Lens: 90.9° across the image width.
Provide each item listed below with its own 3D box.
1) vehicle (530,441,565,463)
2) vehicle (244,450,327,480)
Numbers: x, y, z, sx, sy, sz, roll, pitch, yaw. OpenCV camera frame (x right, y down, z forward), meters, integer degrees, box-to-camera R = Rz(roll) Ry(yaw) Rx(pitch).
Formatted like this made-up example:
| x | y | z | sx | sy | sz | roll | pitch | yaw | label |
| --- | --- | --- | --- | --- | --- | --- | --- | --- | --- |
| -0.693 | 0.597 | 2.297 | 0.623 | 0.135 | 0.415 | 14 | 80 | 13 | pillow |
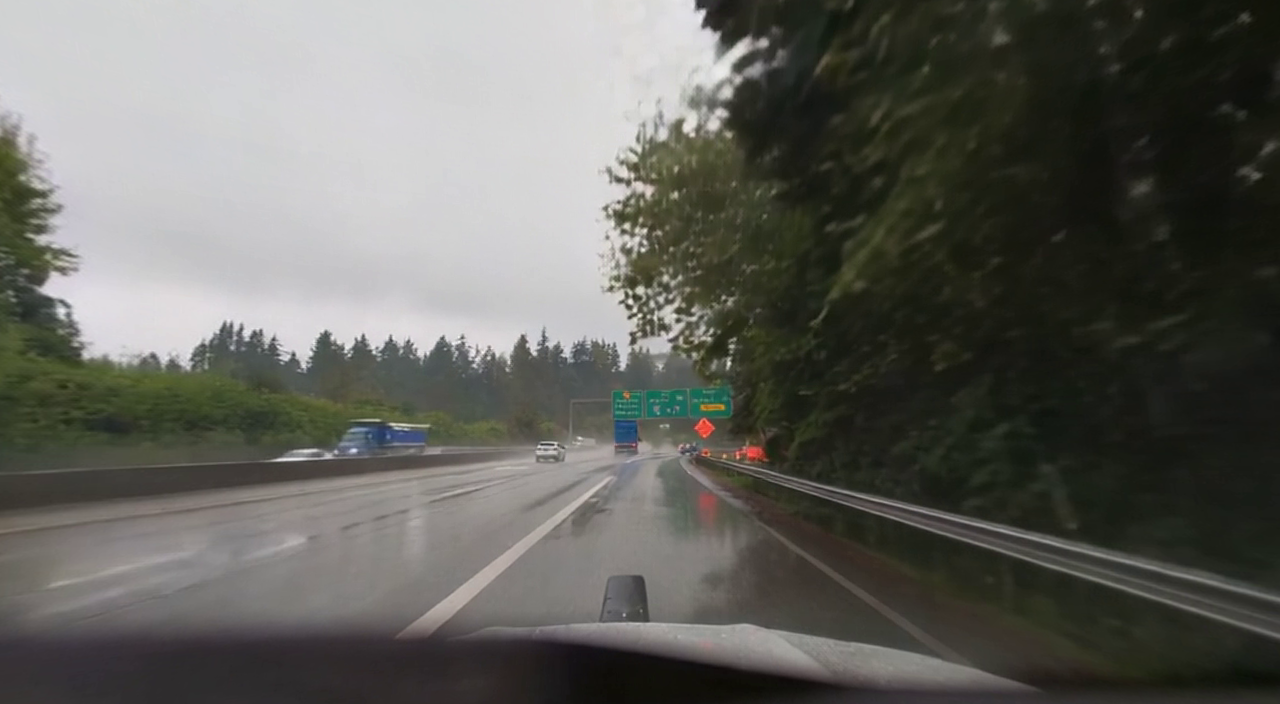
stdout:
| x | y | z | sx | sy | sz | roll | pitch | yaw | label |
| --- | --- | --- | --- | --- | --- | --- | --- | --- | --- |
| -6.869 | 7.464 | 47.064 | 1.893 | 1.566 | 4.051 | -1 | -9 | 2 | vehicle |
| -18.616 | 5.937 | 33.307 | 1.848 | 1.421 | 4.190 | 0 | -9 | 2 | vehicle |
